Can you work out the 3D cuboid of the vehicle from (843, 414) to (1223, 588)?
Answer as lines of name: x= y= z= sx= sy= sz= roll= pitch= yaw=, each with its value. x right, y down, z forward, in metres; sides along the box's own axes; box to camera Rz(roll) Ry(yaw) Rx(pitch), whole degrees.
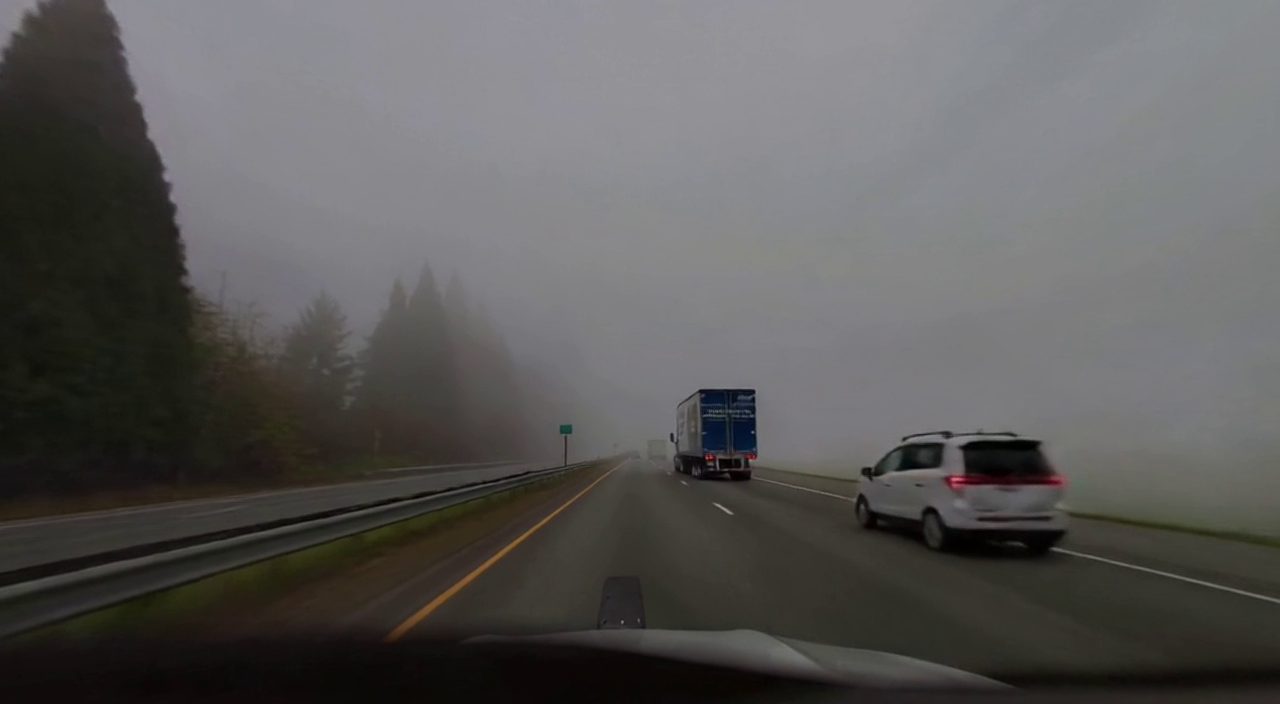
vehicle: x=4.644 y=1.832 z=8.628 sx=2.118 sy=1.688 sz=4.715 roll=0 pitch=-9 yaw=0

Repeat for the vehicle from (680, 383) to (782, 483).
vehicle: x=4.195 y=4.446 z=33.203 sx=3.231 sy=4.102 sz=14.393 roll=0 pitch=-9 yaw=0
